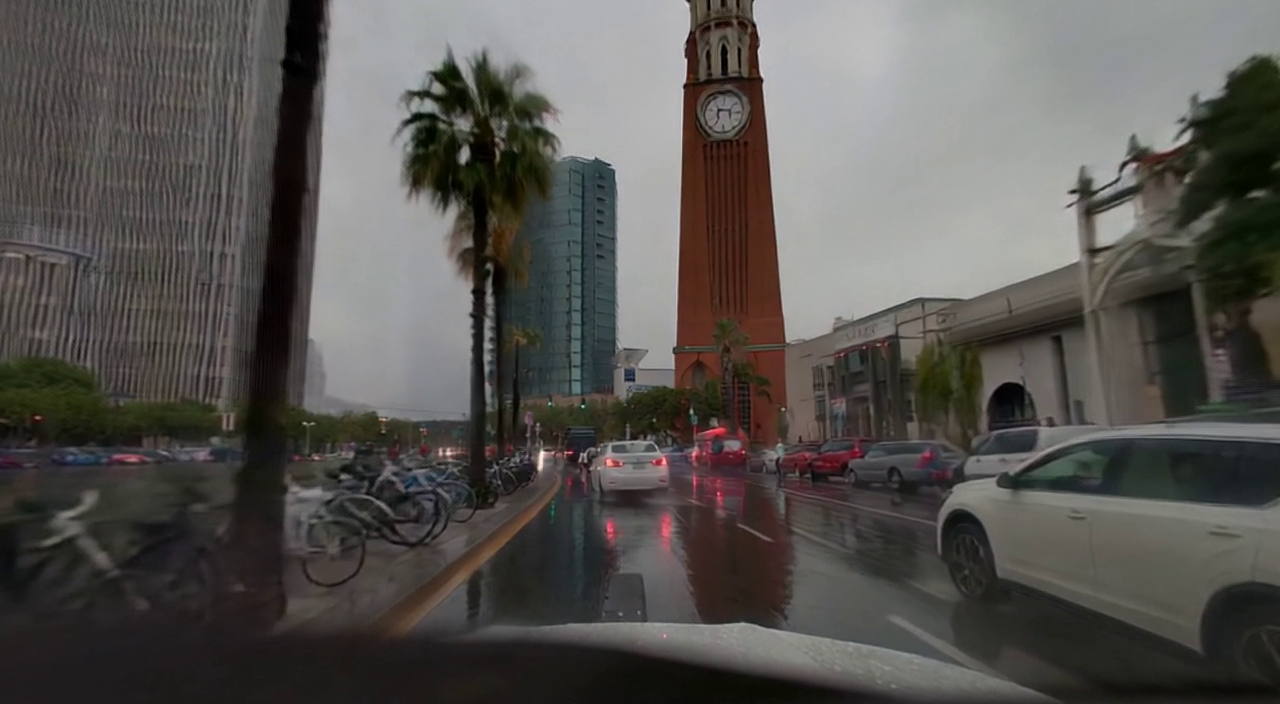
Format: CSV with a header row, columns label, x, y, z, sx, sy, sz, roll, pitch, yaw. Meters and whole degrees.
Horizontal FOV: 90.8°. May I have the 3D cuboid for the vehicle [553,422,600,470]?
label,x,y,z,sx,sy,sz,roll,pitch,yaw
vehicle,-4.216,6.143,41.312,2.400,2.872,6.053,1,-9,-12

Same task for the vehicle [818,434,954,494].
label,x,y,z,sx,sy,sz,roll,pitch,yaw
vehicle,7.514,3.471,19.919,2.067,1.641,4.569,1,-9,-5

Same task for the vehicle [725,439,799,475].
label,x,y,z,sx,sy,sz,roll,pitch,yaw
vehicle,6.003,5.252,31.857,1.945,1.623,5.013,1,-9,-10

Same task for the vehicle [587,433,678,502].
label,x,y,z,sx,sy,sz,roll,pitch,yaw
vehicle,-0.324,3.063,17.131,2.111,1.605,3.832,1,-9,-6

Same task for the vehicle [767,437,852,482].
label,x,y,z,sx,sy,sz,roll,pitch,yaw
vehicle,6.881,4.414,26.200,1.860,1.684,4.211,1,-9,-8

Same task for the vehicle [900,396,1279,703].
label,x,y,z,sx,sy,sz,roll,pitch,yaw
vehicle,3.627,1.083,3.564,2.116,1.500,4.702,0,-9,-3
